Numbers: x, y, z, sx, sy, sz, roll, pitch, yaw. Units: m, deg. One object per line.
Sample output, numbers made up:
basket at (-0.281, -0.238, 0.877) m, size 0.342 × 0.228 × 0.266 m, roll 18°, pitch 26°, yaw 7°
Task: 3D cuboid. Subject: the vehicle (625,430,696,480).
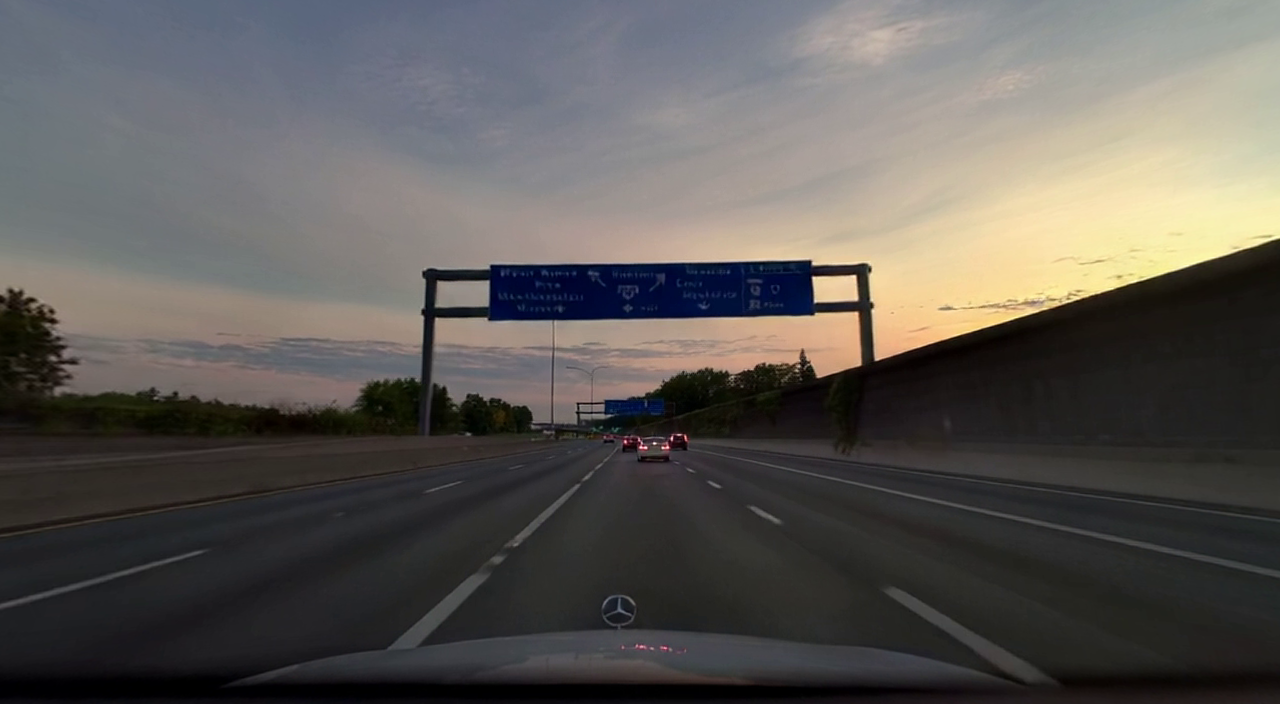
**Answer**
vehicle at (0.564, 3.299, 20.451) m, size 2.046 × 1.467 × 3.844 m, roll 0°, pitch -8°, yaw -2°
